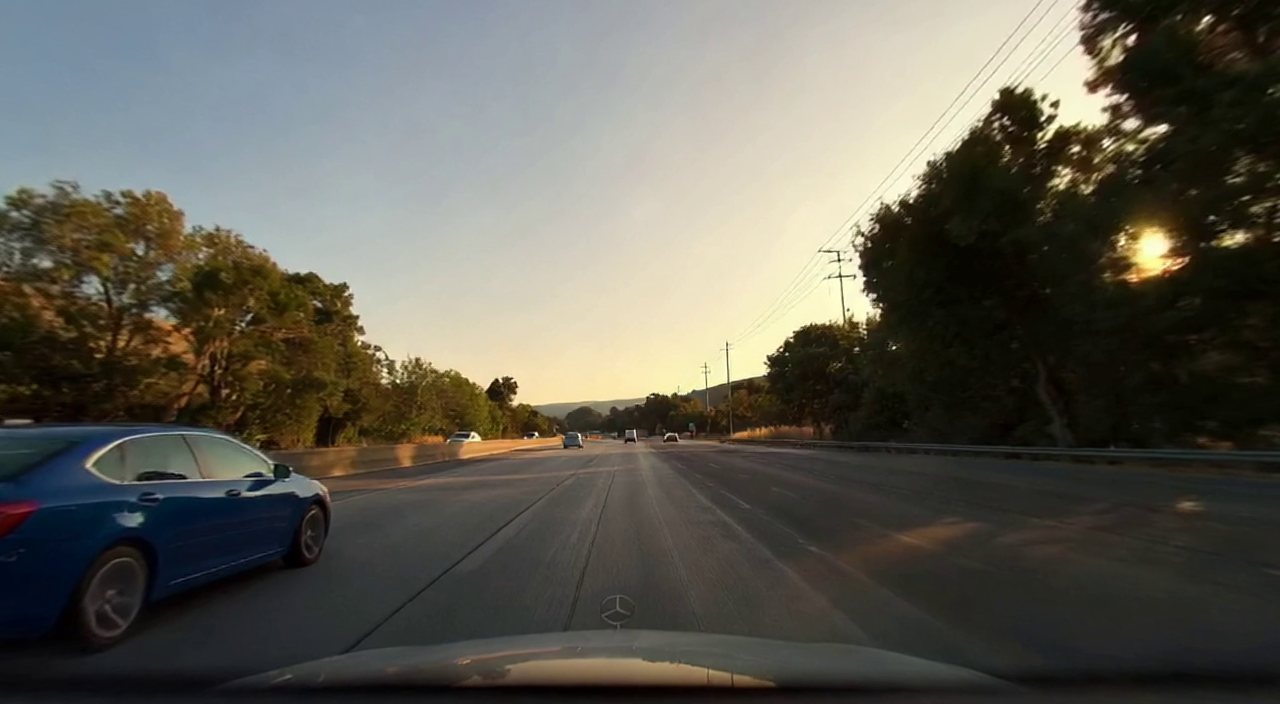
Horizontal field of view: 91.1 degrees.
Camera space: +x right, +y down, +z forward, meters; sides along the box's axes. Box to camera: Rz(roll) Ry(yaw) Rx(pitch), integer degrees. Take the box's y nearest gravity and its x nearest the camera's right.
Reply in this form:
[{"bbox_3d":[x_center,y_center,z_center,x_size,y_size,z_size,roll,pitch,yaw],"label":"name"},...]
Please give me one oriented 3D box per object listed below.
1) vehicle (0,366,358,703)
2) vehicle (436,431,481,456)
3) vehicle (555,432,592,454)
[{"bbox_3d":[-3.850,1.043,4.168,2.023,1.580,4.259,0,-8,-1],"label":"vehicle"},{"bbox_3d":[-13.413,6.811,46.783,2.024,1.762,4.513,0,-8,0],"label":"vehicle"},{"bbox_3d":[-4.548,6.300,43.620,2.080,1.478,4.347,0,-8,0],"label":"vehicle"}]
